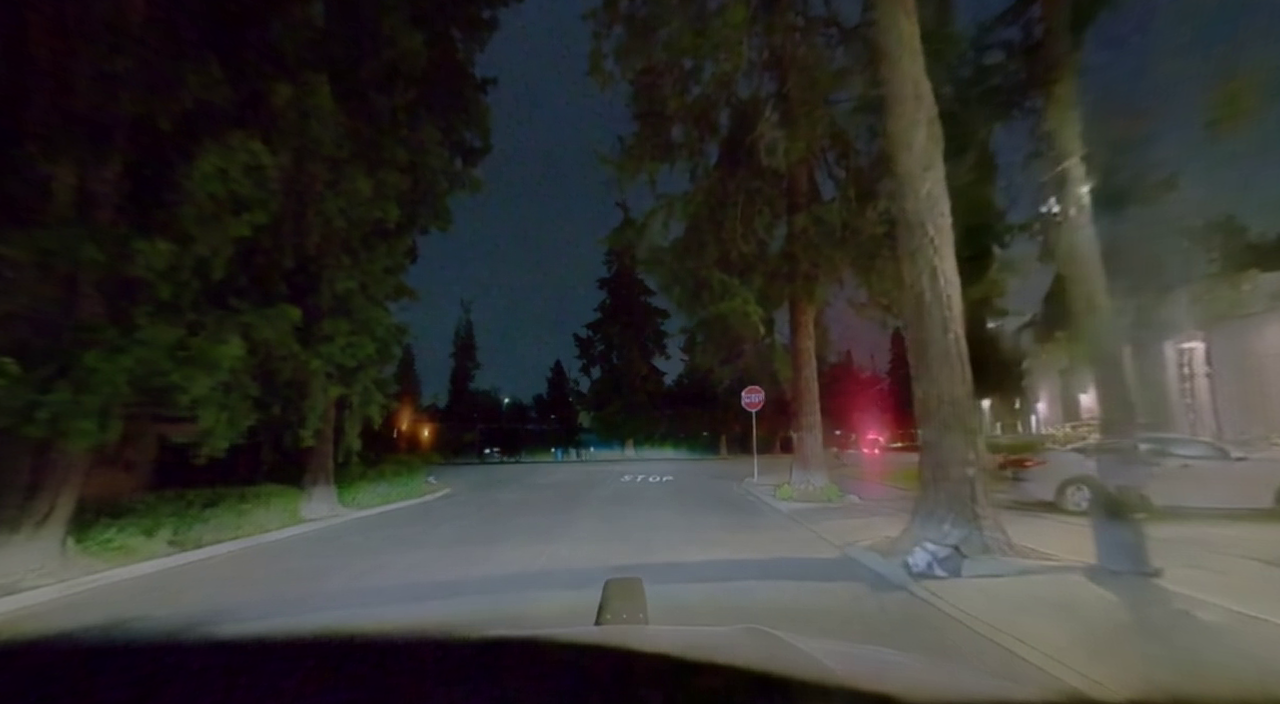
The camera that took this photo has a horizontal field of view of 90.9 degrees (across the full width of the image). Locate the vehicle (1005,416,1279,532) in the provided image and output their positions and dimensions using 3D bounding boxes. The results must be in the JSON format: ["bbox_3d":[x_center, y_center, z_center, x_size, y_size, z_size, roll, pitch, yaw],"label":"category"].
[{"bbox_3d":[8.145,1.755,9.424,4.477,1.506,1.834,-4,-9,27],"label":"vehicle"}]

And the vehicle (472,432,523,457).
[{"bbox_3d":[-10.207,6.658,45.544,1.883,1.732,4.038,-2,-8,15],"label":"vehicle"}]
